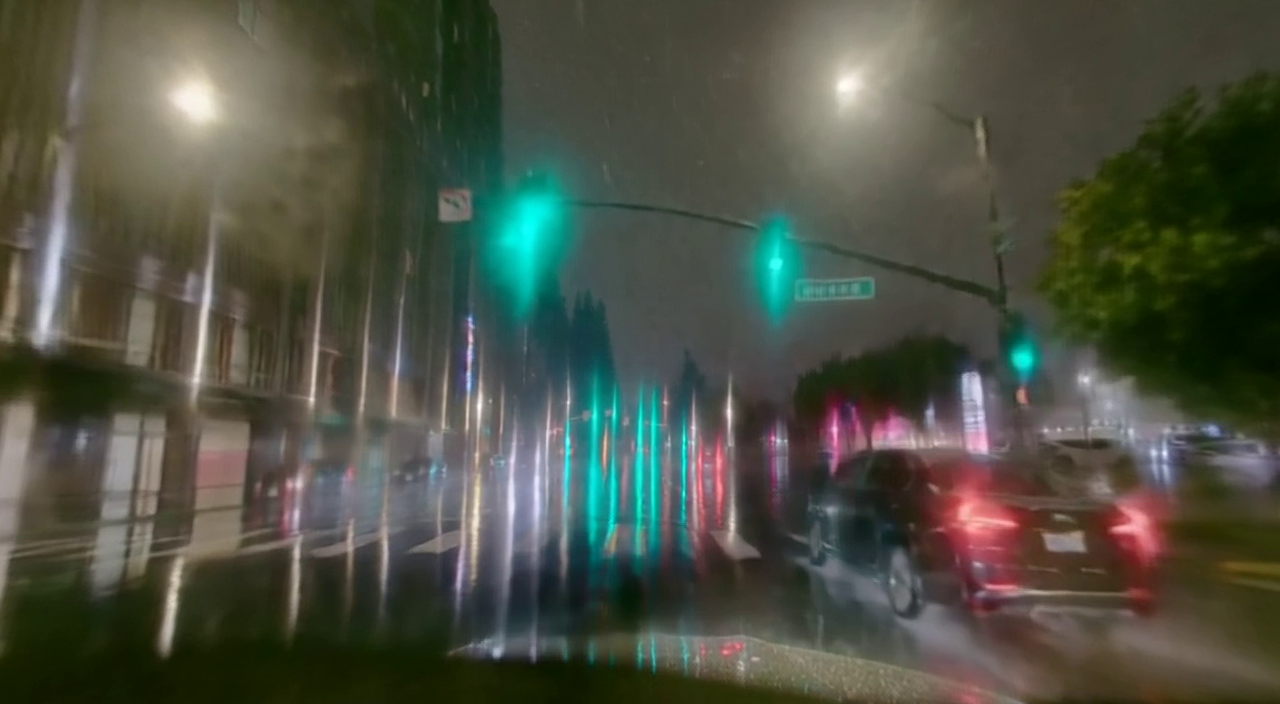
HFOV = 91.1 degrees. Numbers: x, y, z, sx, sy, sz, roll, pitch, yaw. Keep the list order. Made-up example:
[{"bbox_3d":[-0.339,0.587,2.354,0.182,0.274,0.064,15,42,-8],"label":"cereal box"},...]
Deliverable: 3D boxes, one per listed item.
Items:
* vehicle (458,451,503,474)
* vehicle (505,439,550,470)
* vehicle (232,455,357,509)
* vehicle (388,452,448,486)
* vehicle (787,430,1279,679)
[{"bbox_3d":[-12.102,8.399,47.874,2.015,1.521,4.798,-1,-8,3],"label":"vehicle"},{"bbox_3d":[-8.295,7.598,46.772,2.379,2.086,5.321,0,-8,0],"label":"vehicle"},{"bbox_3d":[-12.225,4.600,22.647,1.910,1.511,4.565,-1,-7,0],"label":"vehicle"},{"bbox_3d":[-12.211,6.441,34.795,1.867,1.583,4.108,-1,-8,0],"label":"vehicle"},{"bbox_3d":[3.054,1.585,6.153,2.080,1.524,4.348,0,-8,-1],"label":"vehicle"}]
